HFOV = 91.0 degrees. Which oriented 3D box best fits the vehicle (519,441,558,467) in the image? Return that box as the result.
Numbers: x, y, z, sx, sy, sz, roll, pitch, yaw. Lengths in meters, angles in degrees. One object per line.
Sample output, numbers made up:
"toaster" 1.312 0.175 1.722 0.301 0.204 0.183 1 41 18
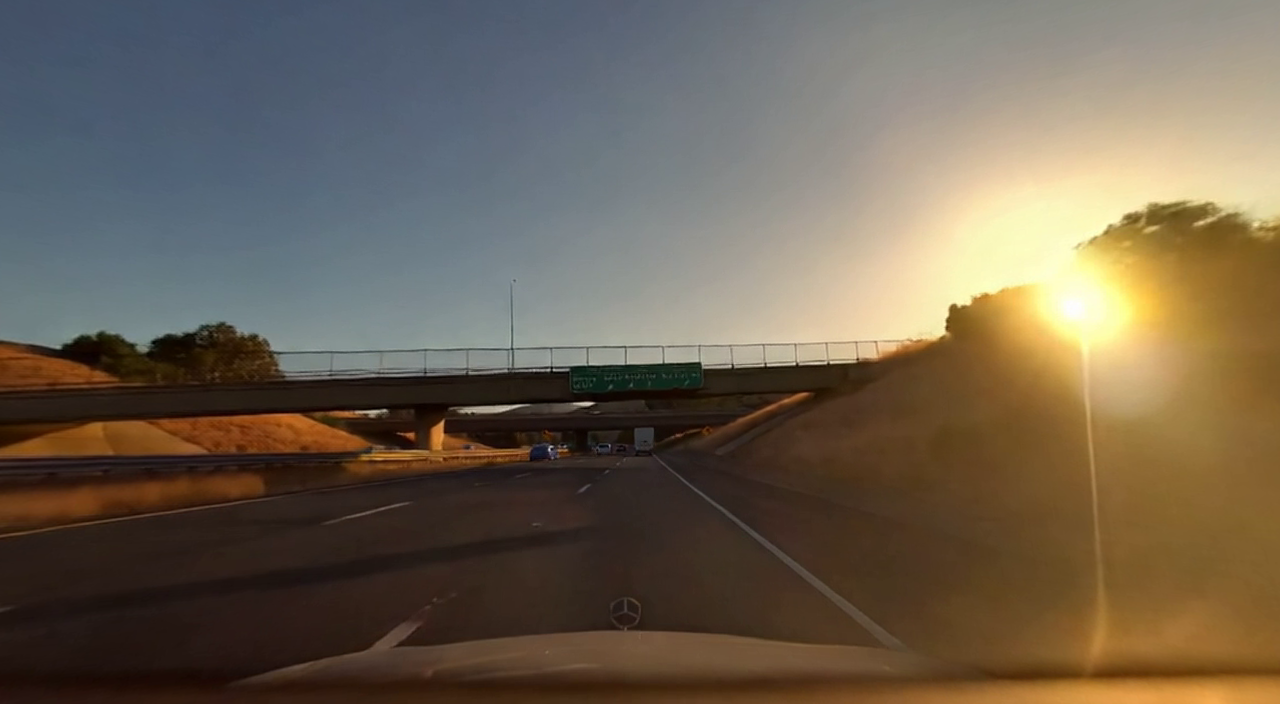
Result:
"vehicle" -7.255 7.339 45.460 2.070 1.738 4.733 0 -9 0
